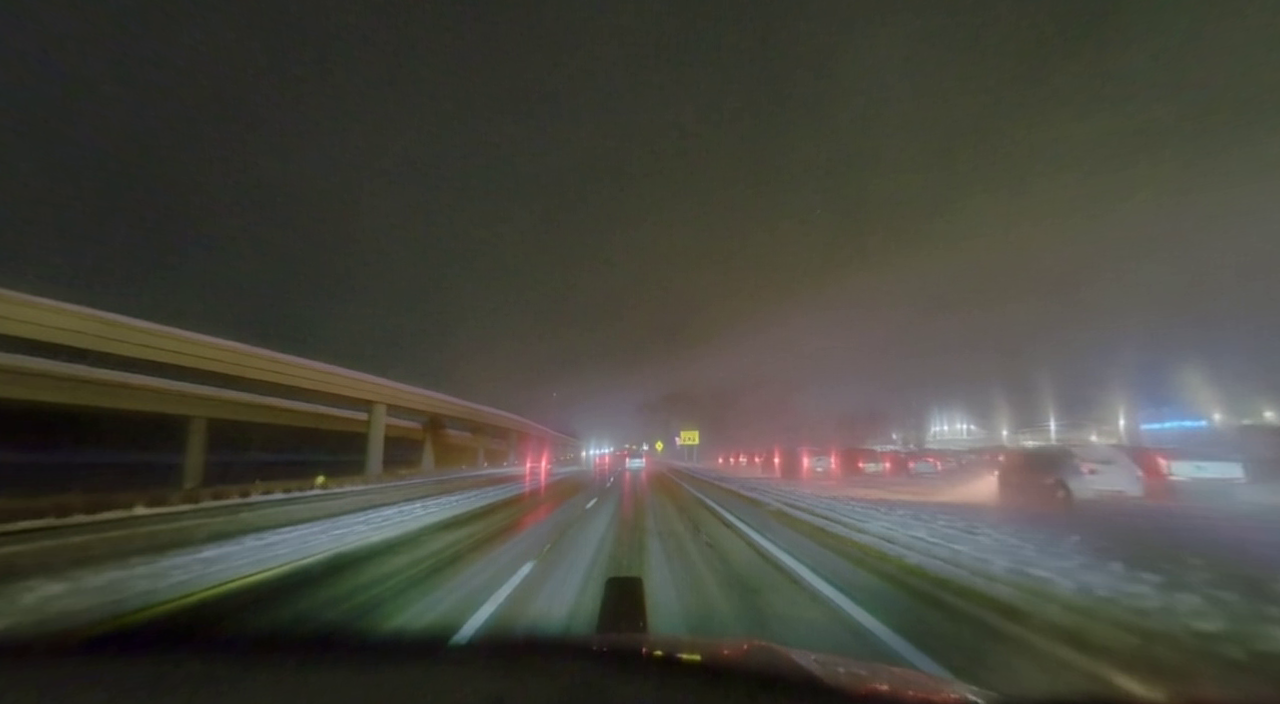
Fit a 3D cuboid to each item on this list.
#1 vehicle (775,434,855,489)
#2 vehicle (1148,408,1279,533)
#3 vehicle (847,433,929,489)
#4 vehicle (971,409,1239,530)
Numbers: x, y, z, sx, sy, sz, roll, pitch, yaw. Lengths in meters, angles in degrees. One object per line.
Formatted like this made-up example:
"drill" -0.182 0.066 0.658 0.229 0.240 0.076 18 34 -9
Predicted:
"vehicle" 12.792 8.102 47.195 2.941 3.578 10.624 0 -9 0
"vehicle" 18.673 3.439 18.506 2.594 3.362 5.549 0 -9 -1
"vehicle" 18.312 8.056 47.222 2.698 3.744 8.974 0 -9 2
"vehicle" 15.897 4.115 22.907 2.635 3.459 9.104 0 -9 -1
